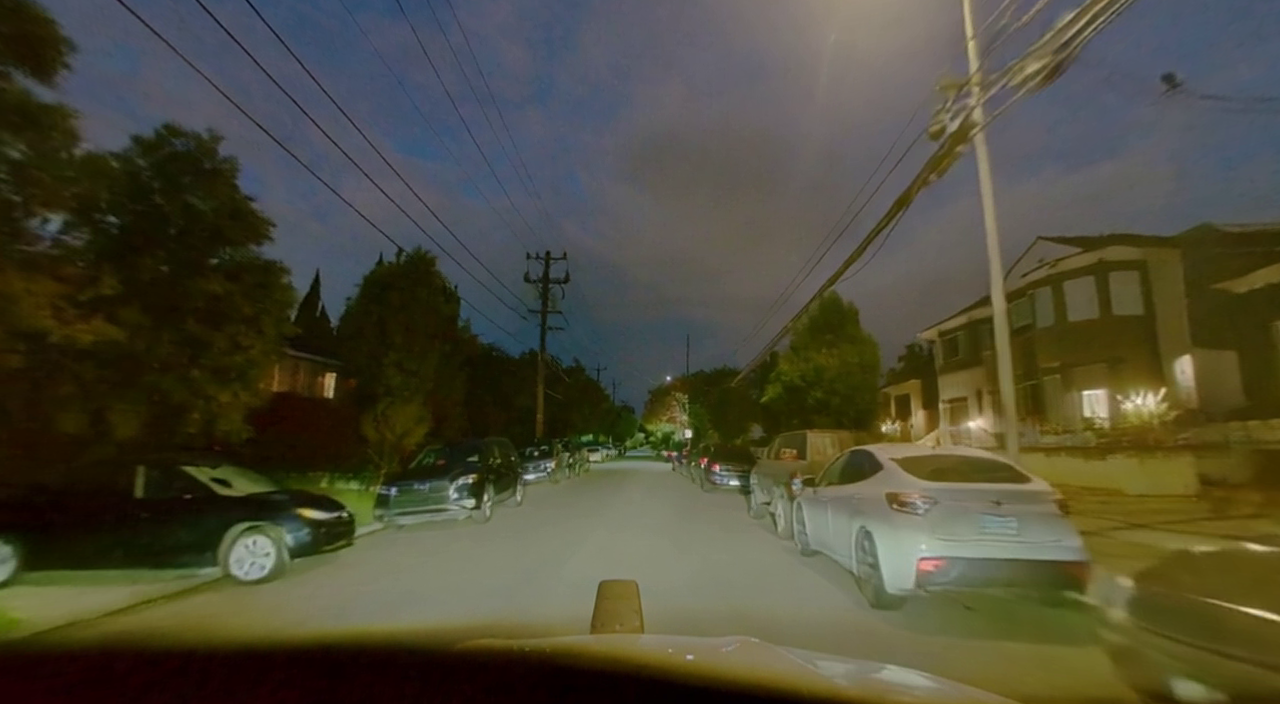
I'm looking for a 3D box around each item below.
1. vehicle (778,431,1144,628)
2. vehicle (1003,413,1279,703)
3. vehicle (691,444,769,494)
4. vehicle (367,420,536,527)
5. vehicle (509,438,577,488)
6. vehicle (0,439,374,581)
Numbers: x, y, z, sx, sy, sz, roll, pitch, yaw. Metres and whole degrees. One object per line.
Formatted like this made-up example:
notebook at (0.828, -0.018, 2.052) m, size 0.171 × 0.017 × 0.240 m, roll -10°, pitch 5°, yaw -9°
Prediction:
vehicle at (2.964, 1.688, 7.172) m, size 1.878 × 1.491 × 4.495 m, roll 0°, pitch -8°, yaw 1°
vehicle at (4.268, 1.006, 2.517) m, size 4.471 × 1.493 × 1.886 m, roll 0°, pitch -8°, yaw -2°
vehicle at (2.932, 3.904, 21.669) m, size 1.952 × 1.469 × 4.776 m, roll 0°, pitch -8°, yaw 0°
vehicle at (-3.911, 2.612, 14.310) m, size 2.280 × 1.953 × 5.092 m, roll 0°, pitch -8°, yaw 0°
vehicle at (-3.723, 4.336, 25.196) m, size 2.014 × 1.780 × 4.757 m, roll 0°, pitch -8°, yaw -1°
vehicle at (-6.201, 1.874, 7.964) m, size 4.816 × 1.519 × 1.920 m, roll 0°, pitch -8°, yaw -4°
